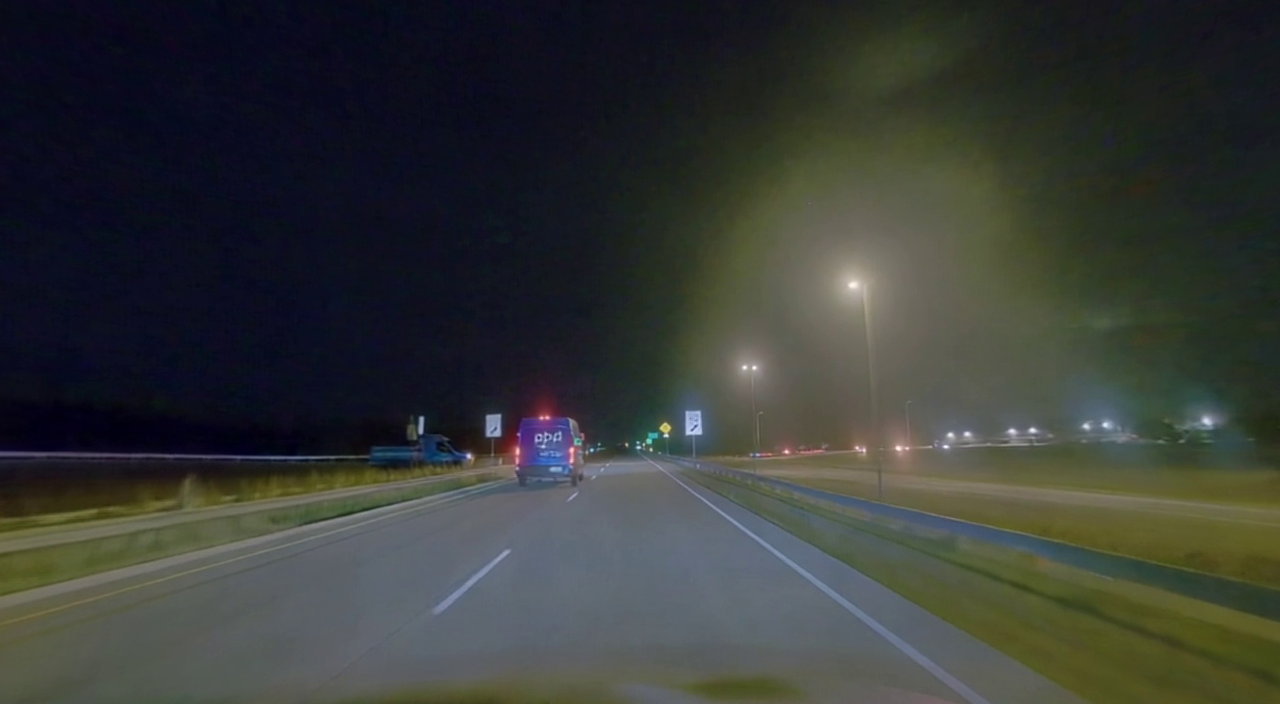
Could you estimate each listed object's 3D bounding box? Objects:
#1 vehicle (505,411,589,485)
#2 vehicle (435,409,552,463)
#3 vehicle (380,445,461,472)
[{"bbox_3d":[-3.651,4.015,26.200,2.463,2.640,7.034,0,-9,0],"label":"vehicle"},{"bbox_3d":[-11.792,6.780,49.831,10.047,3.953,3.340,-7,-11,37],"label":"vehicle"},{"bbox_3d":[-13.314,6.474,38.281,4.396,1.557,1.952,2,-9,-14],"label":"vehicle"}]
